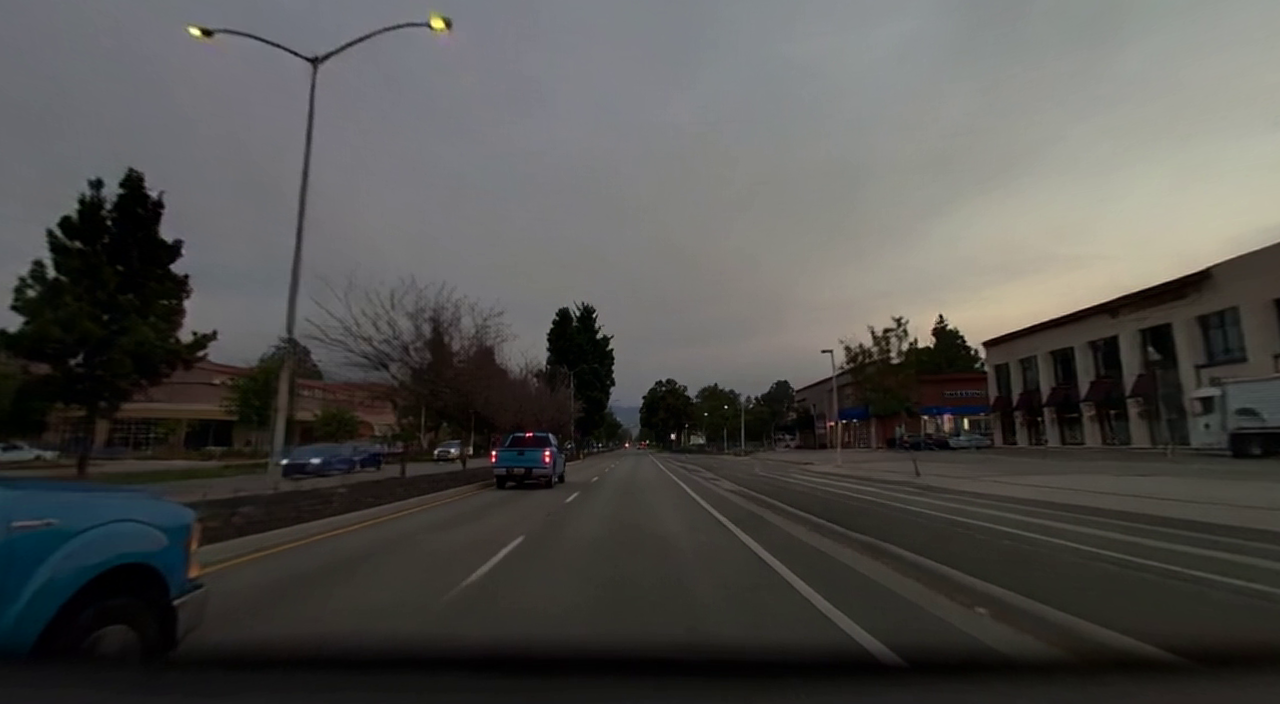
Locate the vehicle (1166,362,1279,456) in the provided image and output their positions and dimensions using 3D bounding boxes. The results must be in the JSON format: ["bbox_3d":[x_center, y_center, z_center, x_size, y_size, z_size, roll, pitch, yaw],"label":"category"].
[{"bbox_3d":[26.065,1.881,22.078,2.948,3.576,13.937,0,-8,-2],"label":"vehicle"}]

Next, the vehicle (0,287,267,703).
[{"bbox_3d":[-3.200,0.513,0.764,2.277,1.801,5.250,0,-8,0],"label":"vehicle"}]

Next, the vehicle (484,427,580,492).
[{"bbox_3d":[-3.275,3.417,20.323,2.065,1.790,5.417,0,-8,1],"label":"vehicle"}]

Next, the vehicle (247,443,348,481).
[{"bbox_3d":[-14.830,4.768,27.573,2.047,1.489,4.216,0,-8,0],"label":"vehicle"}]
